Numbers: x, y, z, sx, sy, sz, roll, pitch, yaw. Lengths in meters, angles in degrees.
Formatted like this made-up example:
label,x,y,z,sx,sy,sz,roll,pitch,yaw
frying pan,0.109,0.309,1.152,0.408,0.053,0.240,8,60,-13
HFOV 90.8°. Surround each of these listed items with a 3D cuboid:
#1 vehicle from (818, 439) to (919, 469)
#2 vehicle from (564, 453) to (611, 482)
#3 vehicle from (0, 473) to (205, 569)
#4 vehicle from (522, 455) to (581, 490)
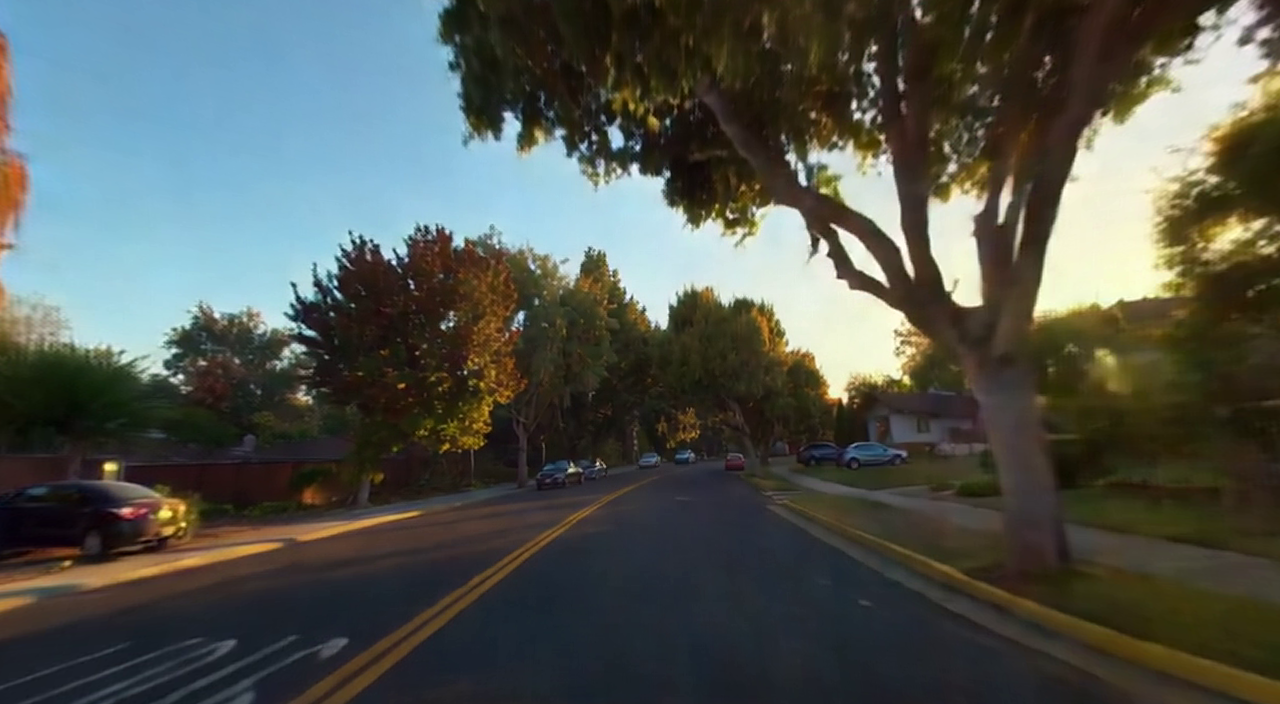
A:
label,x,y,z,sx,sy,sz,roll,pitch,yaw
vehicle,12.309,5.512,34.260,4.744,1.507,1.953,-1,-8,4
vehicle,-3.185,7.216,39.163,1.972,1.536,4.347,-2,-14,8
vehicle,-10.582,3.026,11.680,3.947,1.442,1.858,-3,-9,12
vehicle,-4.394,6.162,32.017,1.886,1.494,4.149,-2,-14,7
